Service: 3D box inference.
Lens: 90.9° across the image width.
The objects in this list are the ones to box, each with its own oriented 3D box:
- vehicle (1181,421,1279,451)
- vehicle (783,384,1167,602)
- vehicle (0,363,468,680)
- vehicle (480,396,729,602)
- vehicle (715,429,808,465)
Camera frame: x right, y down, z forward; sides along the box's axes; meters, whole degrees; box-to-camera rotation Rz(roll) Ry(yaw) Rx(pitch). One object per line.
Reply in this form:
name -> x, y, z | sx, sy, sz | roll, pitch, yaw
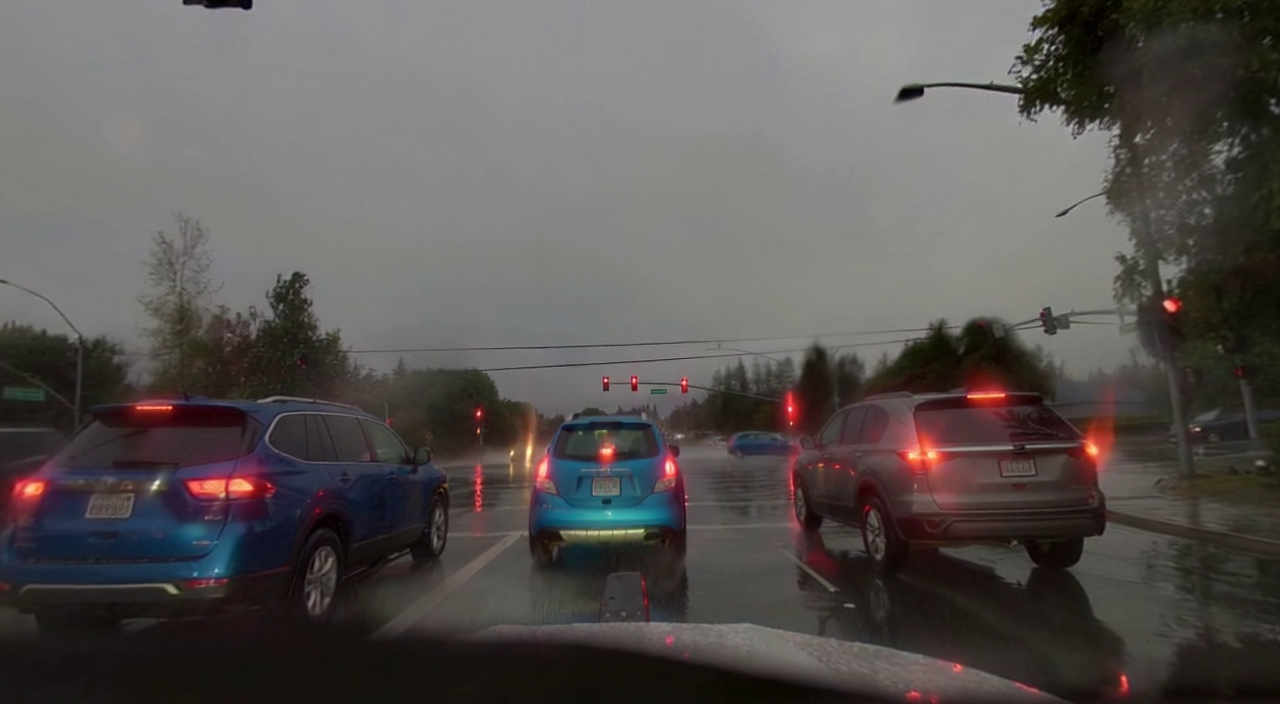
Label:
vehicle -> 32.774, 4.656, 34.777 | 4.175, 1.634, 1.877 | 1, -8, -4
vehicle -> 3.266, 1.488, 7.507 | 2.083, 1.779, 4.532 | 0, -8, 0
vehicle -> -3.281, 1.285, 5.893 | 2.047, 1.810, 4.414 | 0, -8, 1
vehicle -> -0.240, 1.514, 7.314 | 2.067, 1.702, 3.987 | 0, -8, 2
vehicle -> 6.656, 5.223, 34.737 | 4.535, 1.872, 1.975 | -6, -10, 34
